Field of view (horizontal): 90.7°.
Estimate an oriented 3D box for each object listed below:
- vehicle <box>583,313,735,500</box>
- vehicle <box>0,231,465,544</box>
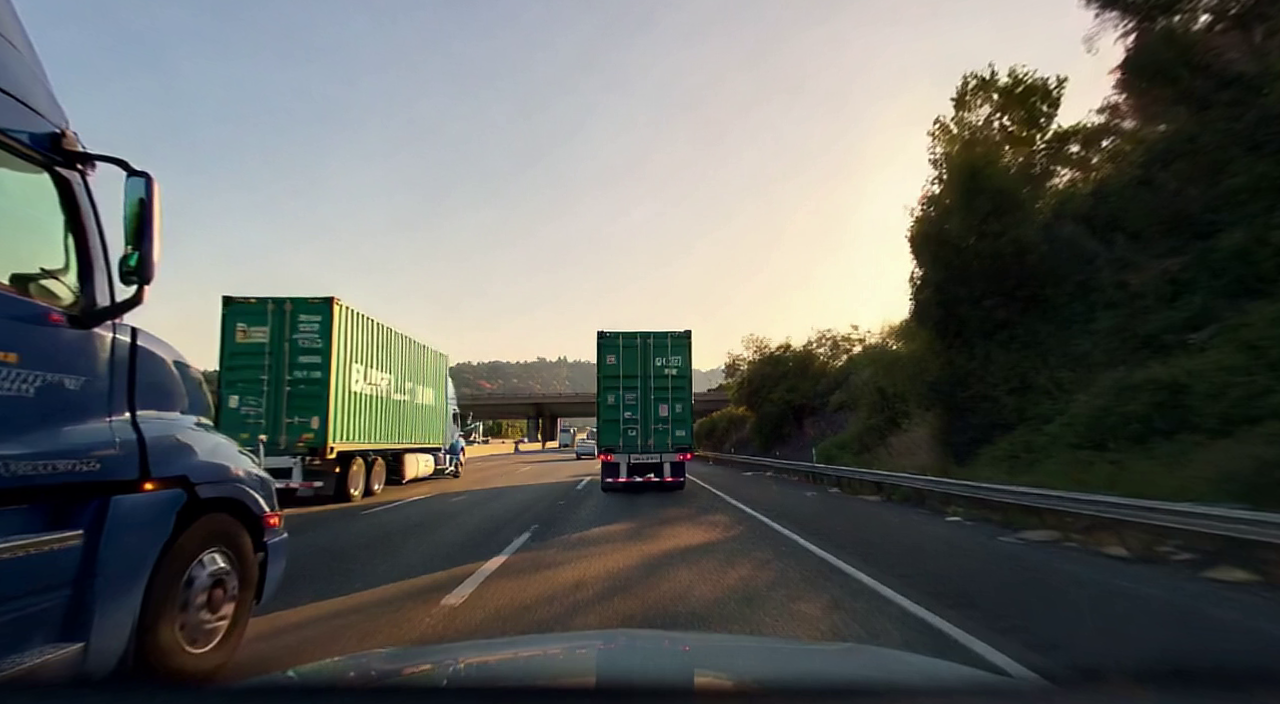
[{"bbox_3d":[0.351,1.744,18.020,3.357,4.212,7.519,0,-9,-1],"label":"vehicle"},{"bbox_3d":[-7.170,1.279,14.271,3.023,4.139,11.860,0,-9,0],"label":"vehicle"}]
